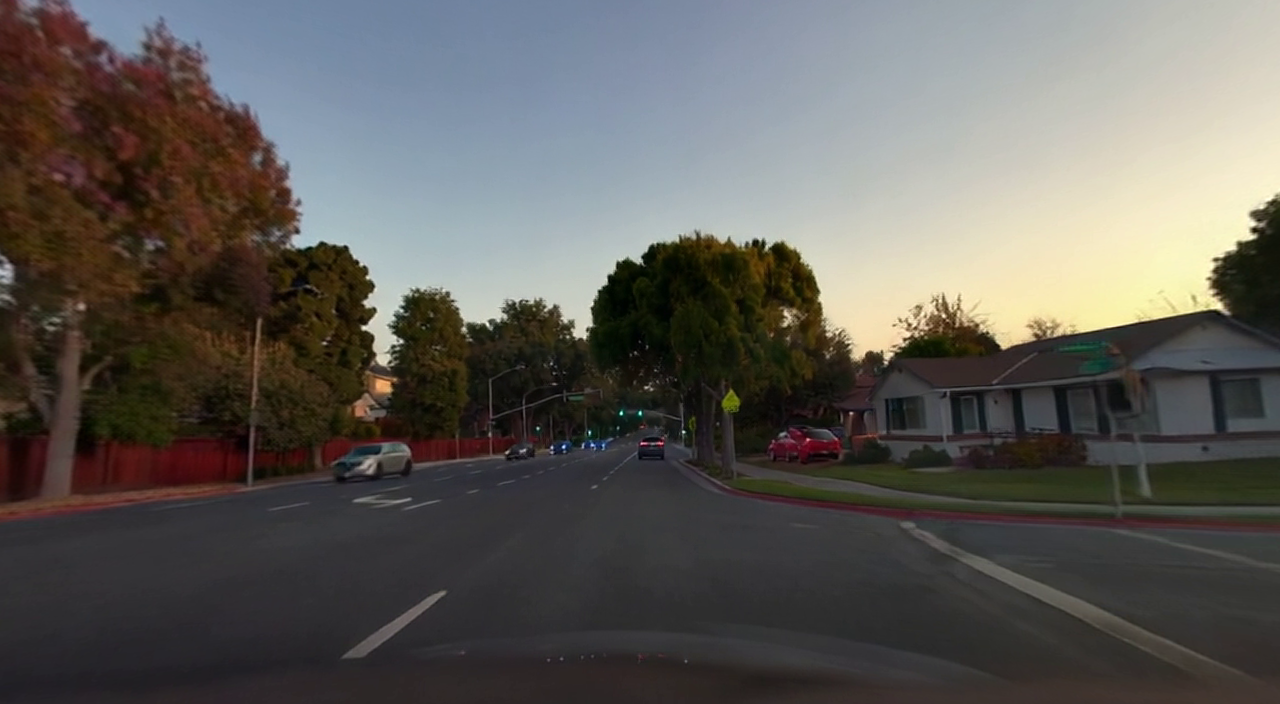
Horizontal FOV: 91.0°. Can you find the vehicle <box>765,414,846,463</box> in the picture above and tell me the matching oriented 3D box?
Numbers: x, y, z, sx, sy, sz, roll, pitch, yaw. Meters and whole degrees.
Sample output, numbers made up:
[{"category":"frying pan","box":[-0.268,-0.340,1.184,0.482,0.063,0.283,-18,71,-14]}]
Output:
[{"category":"vehicle","box":[8.412,4.516,32.778,2.531,2.263,6.802,0,-8,1]}]

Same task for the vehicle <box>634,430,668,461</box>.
[{"category":"vehicle","box":[0.721,6.056,40.937,2.059,1.908,4.714,0,-8,1]}]

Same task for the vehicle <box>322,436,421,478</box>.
[{"category":"vehicle","box":[-12.427,4.862,29.543,2.397,1.802,4.855,0,-8,1]}]
